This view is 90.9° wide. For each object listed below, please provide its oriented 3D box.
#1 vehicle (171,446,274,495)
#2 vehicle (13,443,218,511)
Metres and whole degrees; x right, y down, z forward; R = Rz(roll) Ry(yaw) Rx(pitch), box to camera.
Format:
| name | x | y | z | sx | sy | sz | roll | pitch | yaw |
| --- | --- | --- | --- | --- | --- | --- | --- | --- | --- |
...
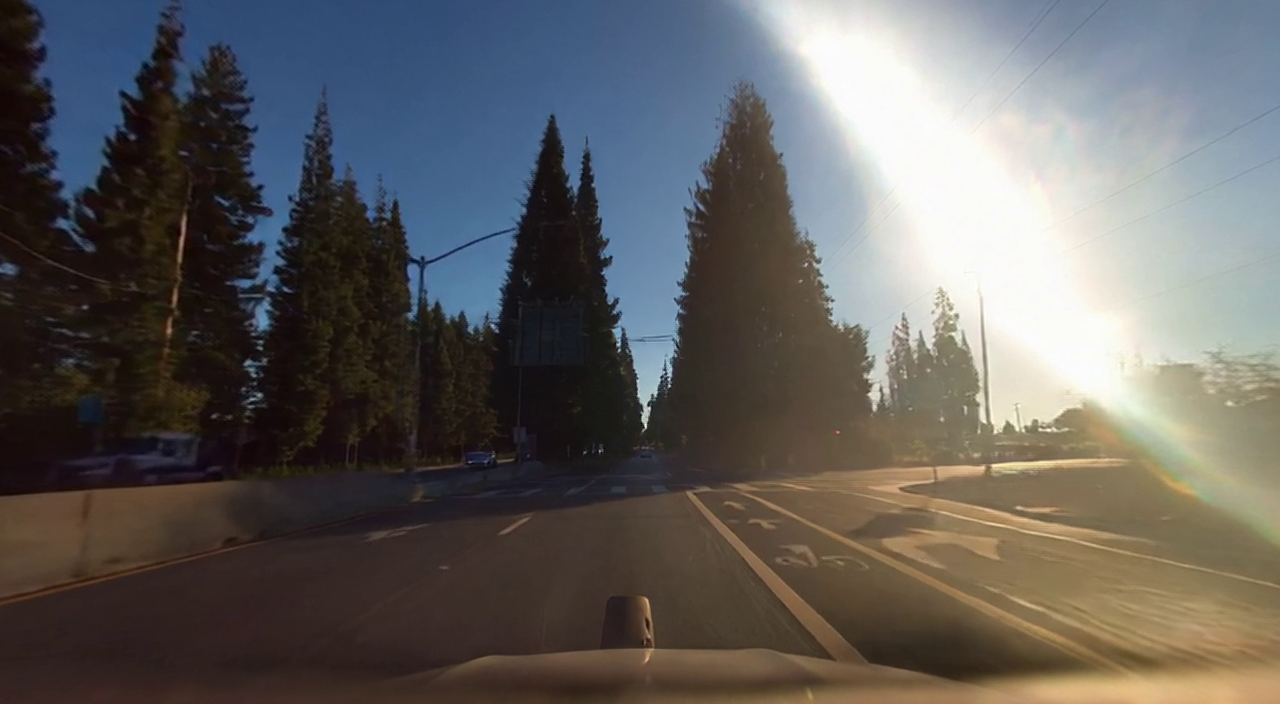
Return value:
| name | x | y | z | sx | sy | sz | roll | pitch | yaw |
| --- | --- | --- | --- | --- | --- | --- | --- | --- | --- |
| vehicle | -18.285 | 5.159 | 27.830 | 2.050 | 1.962 | 3.459 | -1 | -8 | 2 |
| vehicle | -18.359 | 4.336 | 22.627 | 2.279 | 2.066 | 5.821 | -1 | -8 | 1 |
